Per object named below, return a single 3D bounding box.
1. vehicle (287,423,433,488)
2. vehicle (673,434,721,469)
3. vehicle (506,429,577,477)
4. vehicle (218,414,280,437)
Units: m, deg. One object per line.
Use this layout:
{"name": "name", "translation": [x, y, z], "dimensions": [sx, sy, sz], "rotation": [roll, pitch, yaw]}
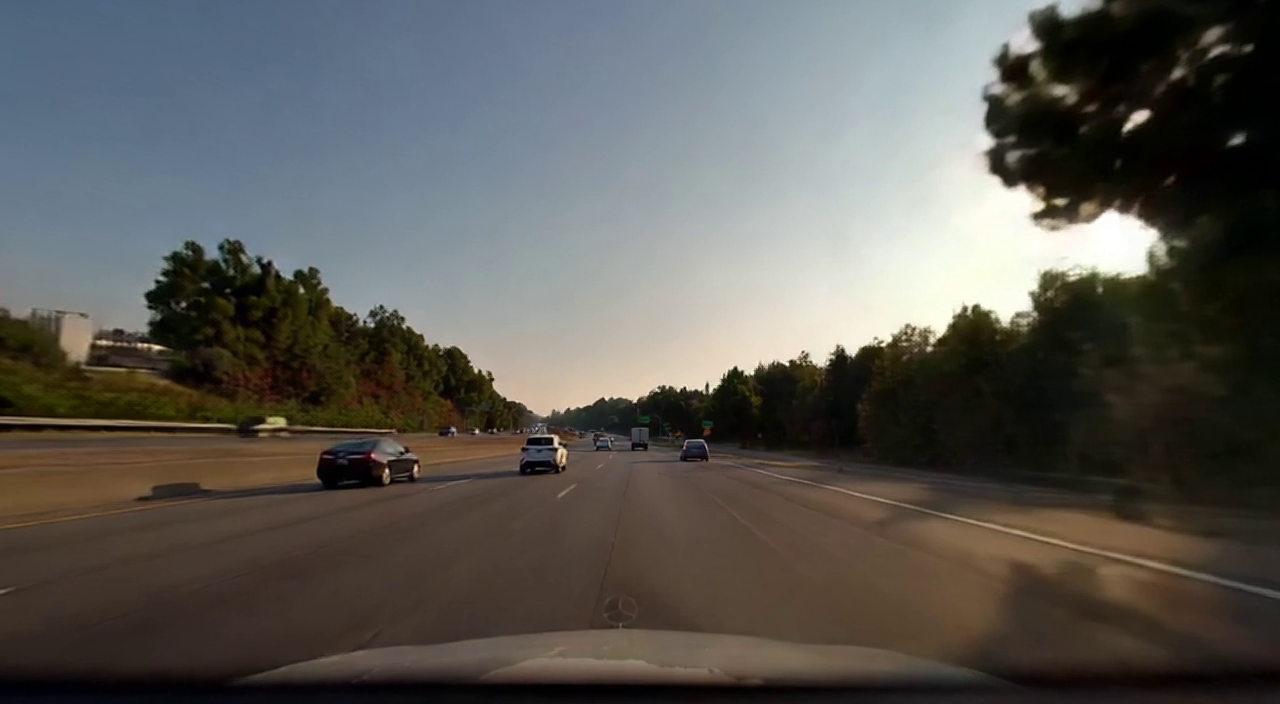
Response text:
{"name": "vehicle", "translation": [-8.246, 3.120, 19.130], "dimensions": [2.237, 1.703, 4.681], "rotation": [0, -9, 0]}
{"name": "vehicle", "translation": [2.939, 5.263, 33.350], "dimensions": [2.053, 1.698, 4.097], "rotation": [0, -9, -1]}
{"name": "vehicle", "translation": [-3.707, 3.900, 24.417], "dimensions": [2.002, 1.680, 4.301], "rotation": [0, -9, 1]}
{"name": "vehicle", "translation": [-29.232, 5.552, 47.193], "dimensions": [1.825, 1.511, 4.219], "rotation": [0, -9, 2]}
